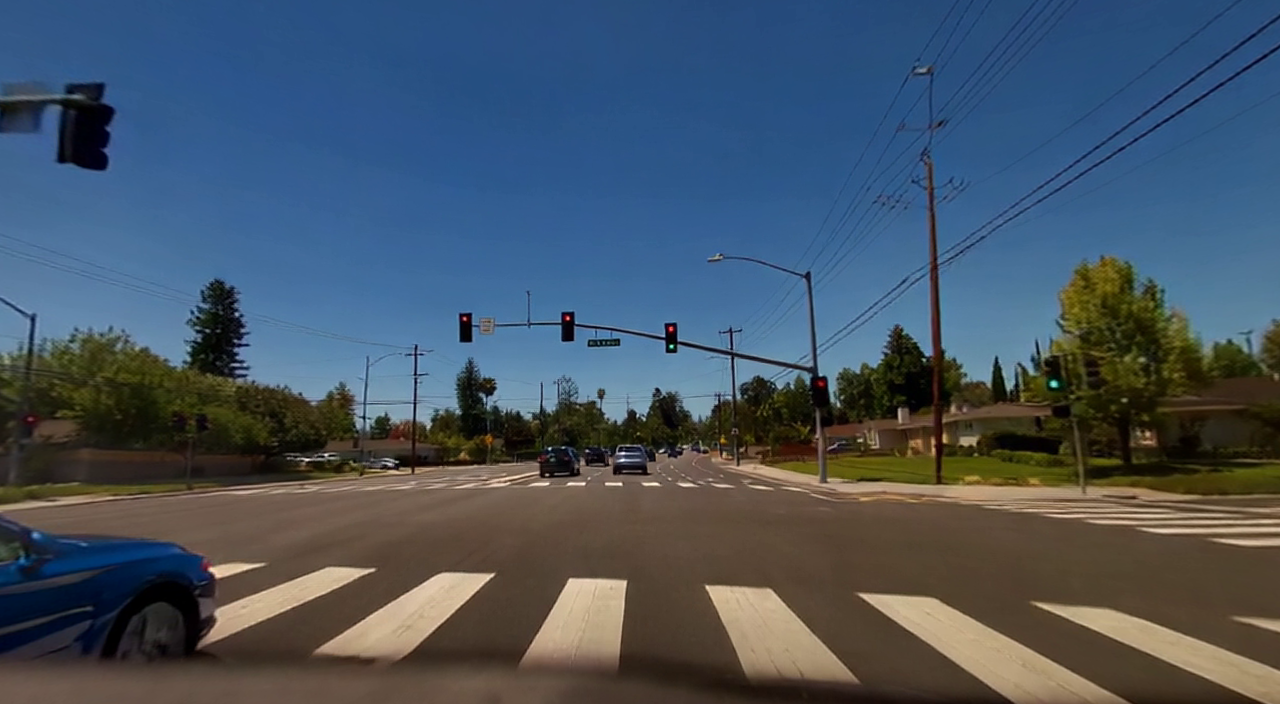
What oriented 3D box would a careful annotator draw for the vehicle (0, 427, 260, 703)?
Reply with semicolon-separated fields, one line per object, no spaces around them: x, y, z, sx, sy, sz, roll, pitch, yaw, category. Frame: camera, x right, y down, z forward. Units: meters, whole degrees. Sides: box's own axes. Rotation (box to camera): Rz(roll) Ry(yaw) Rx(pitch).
-3.401;0.906;1.787;1.901;1.409;4.442;0;-8;0;vehicle

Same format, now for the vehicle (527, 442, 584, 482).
-3.738;4.926;28.642;1.899;1.685;4.121;0;-8;1;vehicle

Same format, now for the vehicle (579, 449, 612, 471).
-3.120;7.684;45.166;1.863;1.449;4.153;0;-8;3;vehicle

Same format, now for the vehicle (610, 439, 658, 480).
-0.248;5.170;30.617;2.155;1.836;4.250;0;-8;0;vehicle
